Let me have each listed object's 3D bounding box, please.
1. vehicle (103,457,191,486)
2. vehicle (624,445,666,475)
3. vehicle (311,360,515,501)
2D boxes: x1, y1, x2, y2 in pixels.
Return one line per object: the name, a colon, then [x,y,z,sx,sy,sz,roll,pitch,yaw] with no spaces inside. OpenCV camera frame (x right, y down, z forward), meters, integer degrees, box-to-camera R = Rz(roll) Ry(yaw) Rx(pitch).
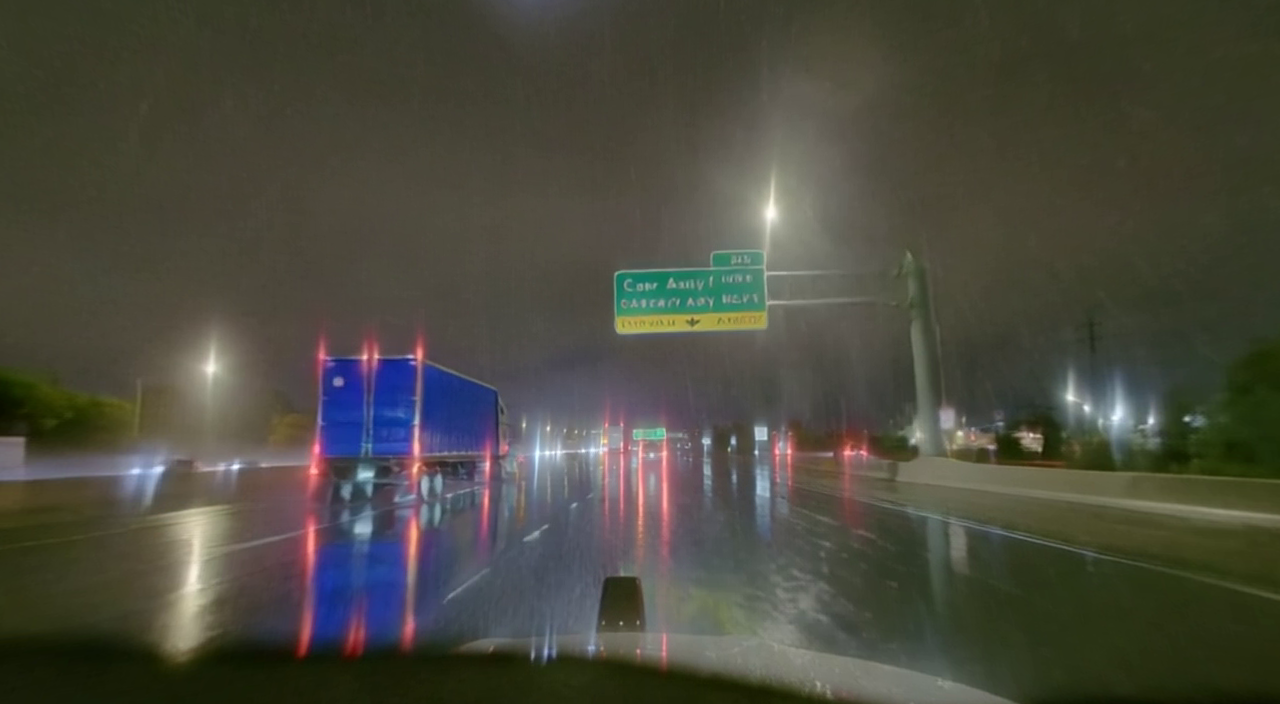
vehicle: [-31.201,7.557,40.044,1.878,1.613,4.488,-1,-9,2]
vehicle: [0.224,5.710,33.478,2.066,1.469,4.050,0,-9,-1]
vehicle: [-7.217,2.942,22.630,3.067,3.804,11.136,0,-9,1]
